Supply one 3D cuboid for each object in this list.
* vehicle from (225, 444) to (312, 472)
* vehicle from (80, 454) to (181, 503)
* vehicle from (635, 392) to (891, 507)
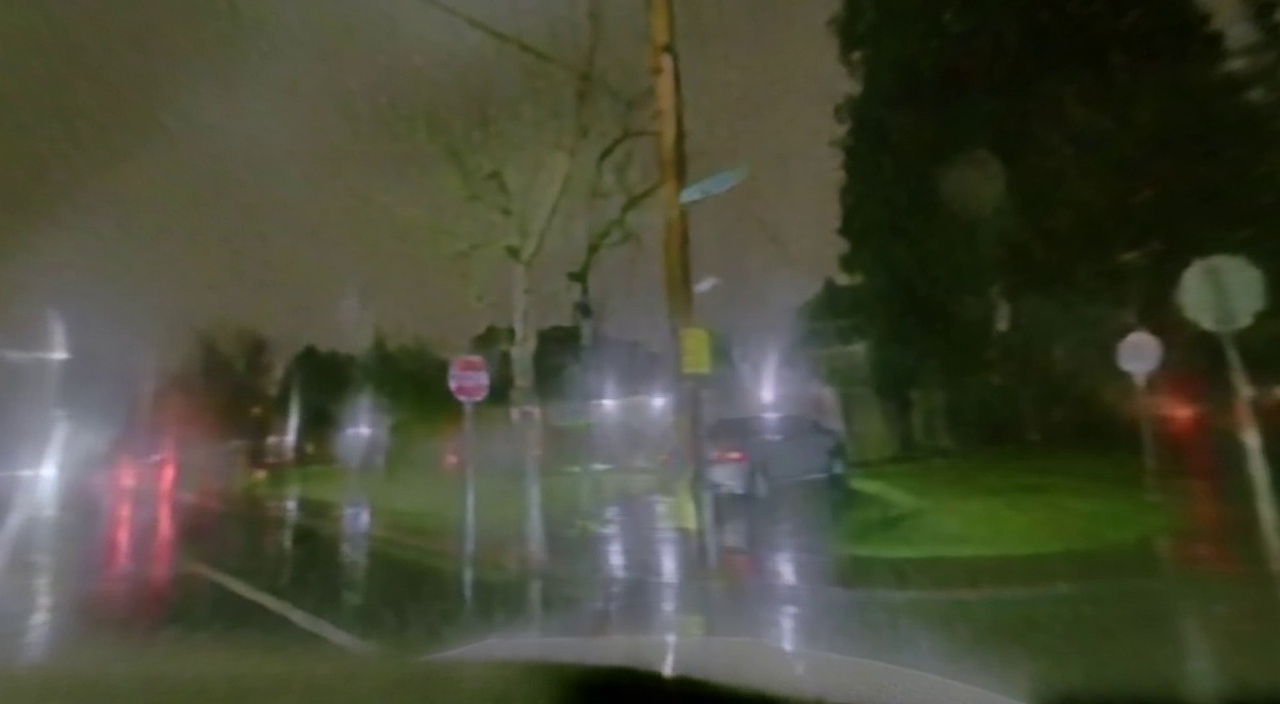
[{"bbox_3d":[-21.202,6.013,36.023,1.855,1.512,3.827,-8,-11,42],"label":"vehicle"},{"bbox_3d":[-18.799,4.562,23.192,4.578,1.524,1.979,-7,-11,41],"label":"vehicle"},{"bbox_3d":[2.873,1.889,13.448,5.980,1.915,2.286,4,-8,-44],"label":"vehicle"}]
